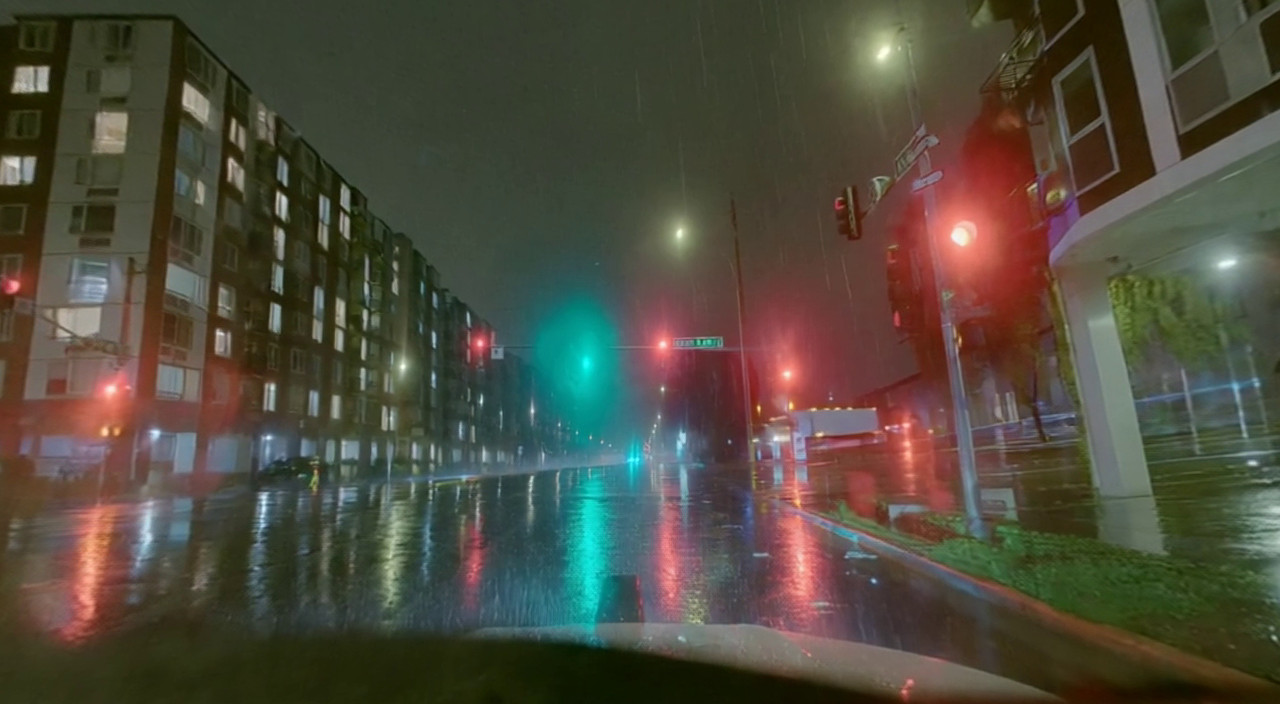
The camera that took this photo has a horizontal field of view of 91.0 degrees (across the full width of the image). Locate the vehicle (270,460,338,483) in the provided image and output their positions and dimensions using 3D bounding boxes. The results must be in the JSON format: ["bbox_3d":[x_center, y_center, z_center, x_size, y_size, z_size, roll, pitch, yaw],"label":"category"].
[{"bbox_3d":[-24.667,8.791,46.291,3.882,1.600,1.768,0,-9,2],"label":"vehicle"}]

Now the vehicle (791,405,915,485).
[{"bbox_3d":[9.689,4.170,28.106,2.948,3.071,7.295,-6,-11,36],"label":"vehicle"}]
